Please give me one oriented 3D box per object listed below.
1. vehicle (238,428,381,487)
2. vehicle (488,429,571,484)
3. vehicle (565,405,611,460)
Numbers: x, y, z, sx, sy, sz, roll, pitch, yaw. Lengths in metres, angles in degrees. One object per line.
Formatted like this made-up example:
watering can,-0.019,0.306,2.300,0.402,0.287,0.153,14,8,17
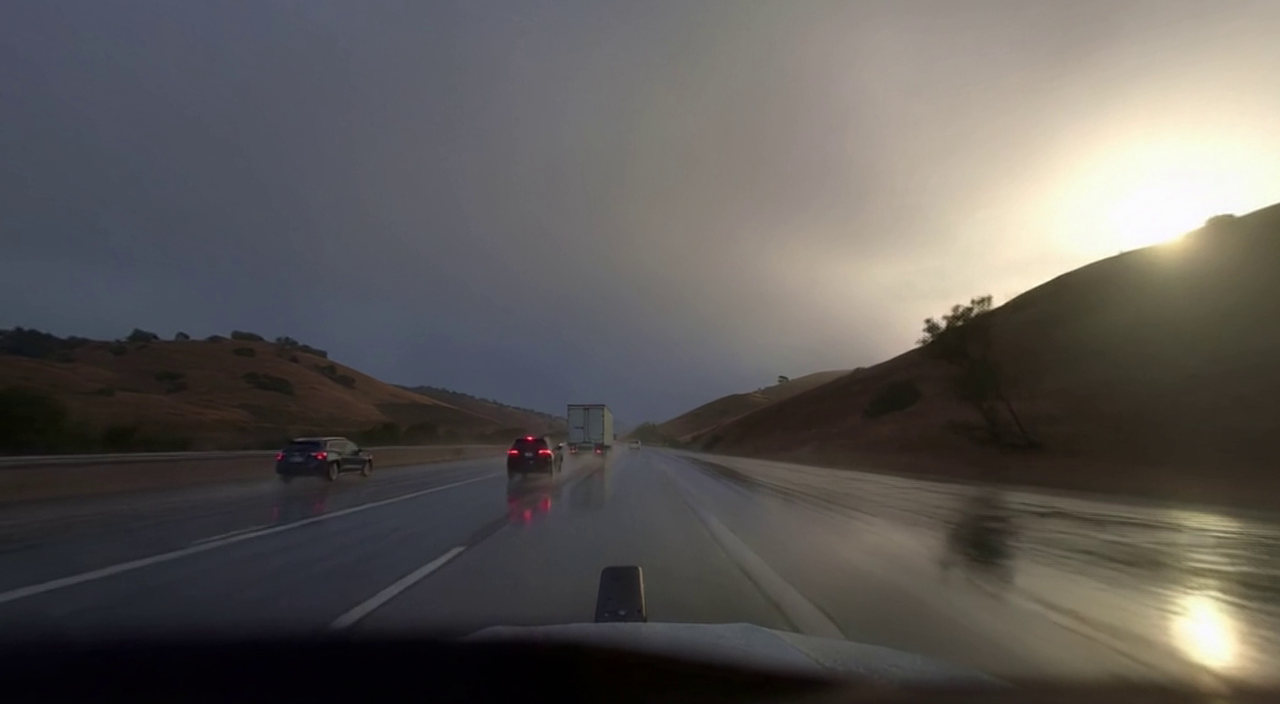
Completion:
vehicle,-11.465,3.682,22.381,2.130,1.828,5.523,0,-8,0
vehicle,-3.727,3.620,22.109,2.099,1.734,4.413,0,-8,0
vehicle,-3.926,6.440,49.808,2.981,3.860,11.022,0,-8,-2
